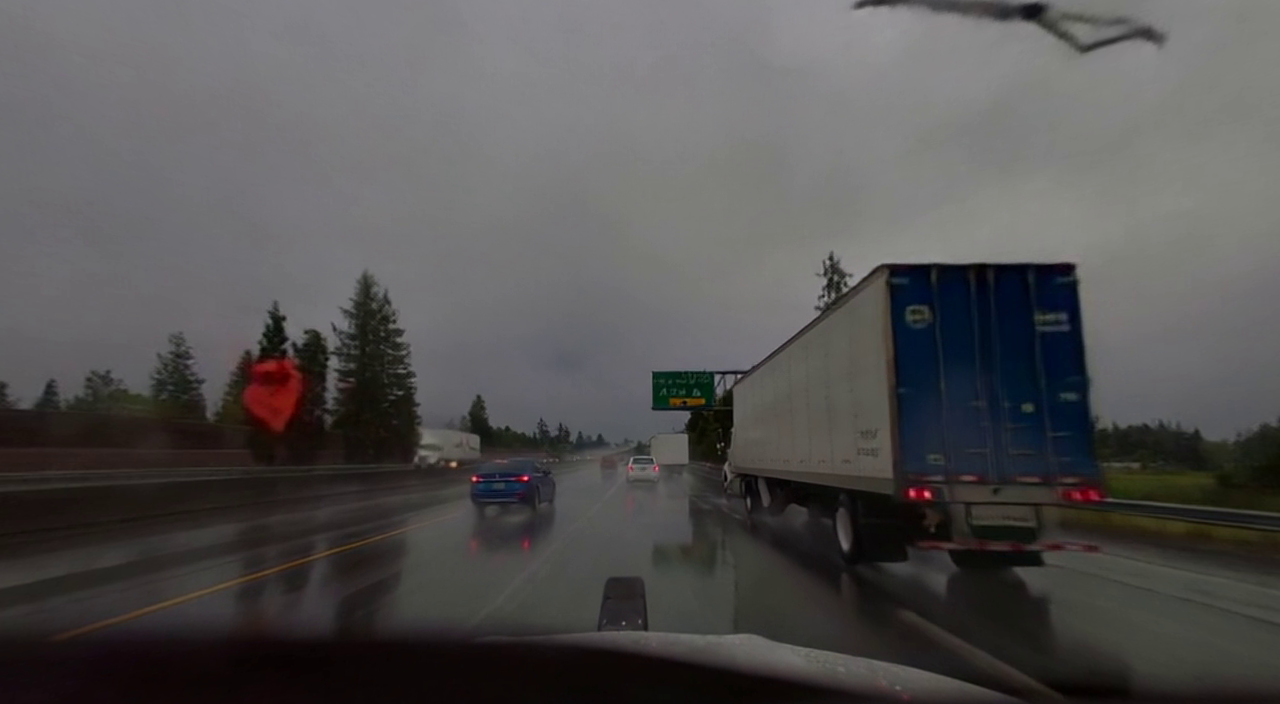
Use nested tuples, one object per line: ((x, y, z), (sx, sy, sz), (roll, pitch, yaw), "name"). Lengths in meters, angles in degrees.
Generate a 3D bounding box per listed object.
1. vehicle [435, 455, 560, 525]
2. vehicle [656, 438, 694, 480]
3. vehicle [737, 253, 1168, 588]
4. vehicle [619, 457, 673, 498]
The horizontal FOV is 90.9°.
((-3.370, 3.353, 15.845), (2.105, 1.467, 4.099), (0, -9, 1), "vehicle")
((2.814, 8.318, 48.975), (2.650, 2.978, 6.937), (-1, -10, 5), "vehicle")
((4.734, 1.836, 14.476), (2.877, 4.035, 13.897), (0, -9, 0), "vehicle")
((0.231, 5.264, 26.756), (2.089, 1.516, 4.191), (0, -9, 0), "vehicle")
